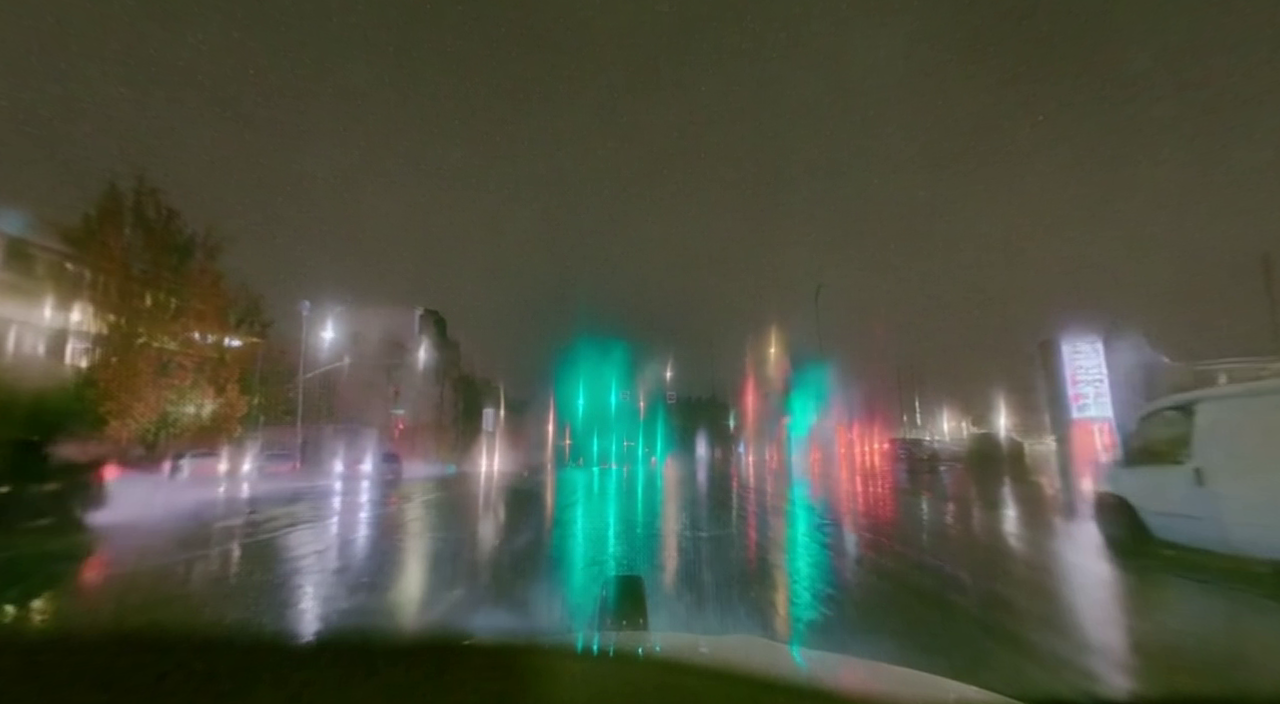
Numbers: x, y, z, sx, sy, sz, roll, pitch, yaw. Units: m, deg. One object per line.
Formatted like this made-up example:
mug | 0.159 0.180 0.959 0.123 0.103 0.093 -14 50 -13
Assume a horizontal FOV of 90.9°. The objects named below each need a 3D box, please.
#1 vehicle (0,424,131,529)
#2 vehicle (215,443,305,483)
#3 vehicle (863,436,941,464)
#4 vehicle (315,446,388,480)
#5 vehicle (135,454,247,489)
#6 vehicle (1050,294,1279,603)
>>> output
vehicle | -12.226 2.185 11.104 2.419 1.787 4.859 0 -8 0
vehicle | -22.479 6.626 37.605 2.073 2.101 5.177 -4 -10 1
vehicle | 17.538 6.594 42.438 4.329 1.502 2.122 -3 -4 6
vehicle | -15.741 6.054 34.664 1.945 1.737 4.358 0 -8 0
vehicle | -22.640 6.003 32.112 1.838 1.526 5.104 -1 -8 2
vehicle | 6.966 0.798 5.228 2.391 2.750 6.853 0 -8 -1
